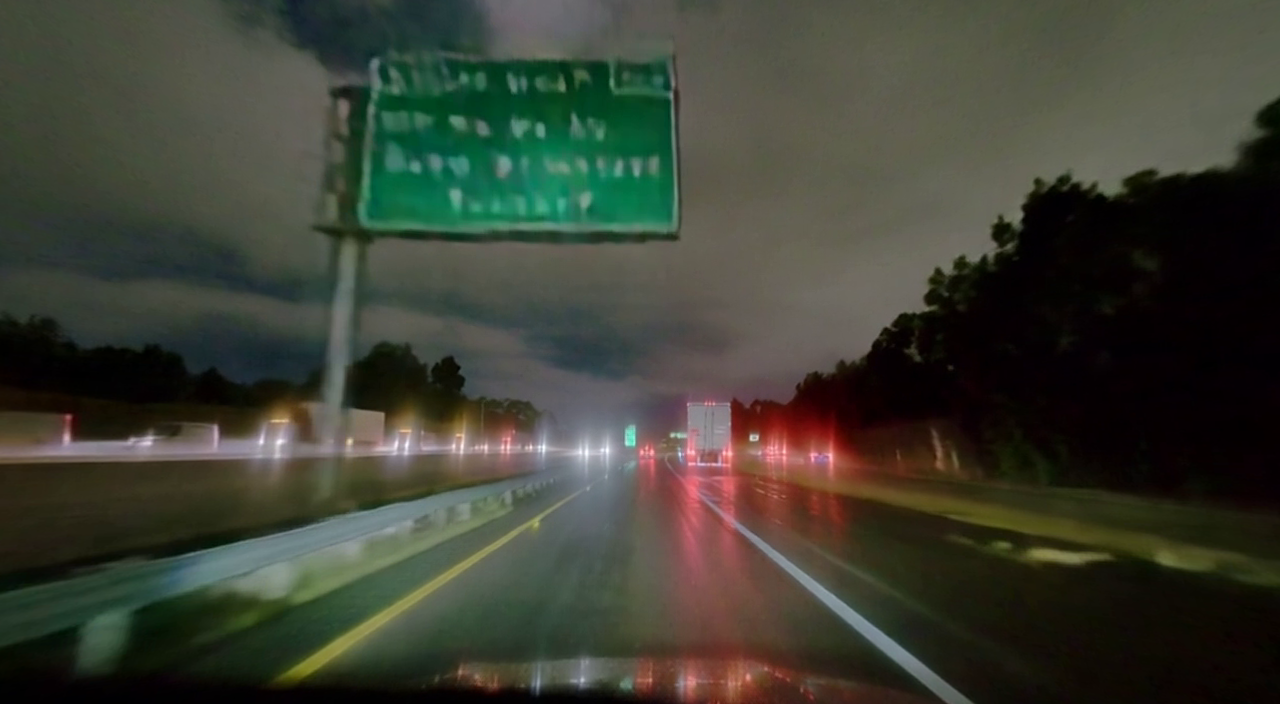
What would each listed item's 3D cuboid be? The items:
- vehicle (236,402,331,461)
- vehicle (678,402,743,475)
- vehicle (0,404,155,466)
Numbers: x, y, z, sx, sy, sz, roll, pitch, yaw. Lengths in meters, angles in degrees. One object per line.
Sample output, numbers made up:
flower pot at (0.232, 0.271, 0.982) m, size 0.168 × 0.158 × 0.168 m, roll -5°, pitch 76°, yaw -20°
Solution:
vehicle at (-26.078, 5.945, 46.397) m, size 3.155 × 4.020 × 6.162 m, roll -1°, pitch -9°, yaw 1°
vehicle at (4.433, 5.946, 42.706) m, size 3.185 × 4.154 × 12.638 m, roll -1°, pitch -9°, yaw 1°
vehicle at (-42.346, 5.704, 42.973) m, size 14.024 × 4.015 × 3.011 m, roll 8°, pitch -12°, yaw -42°
